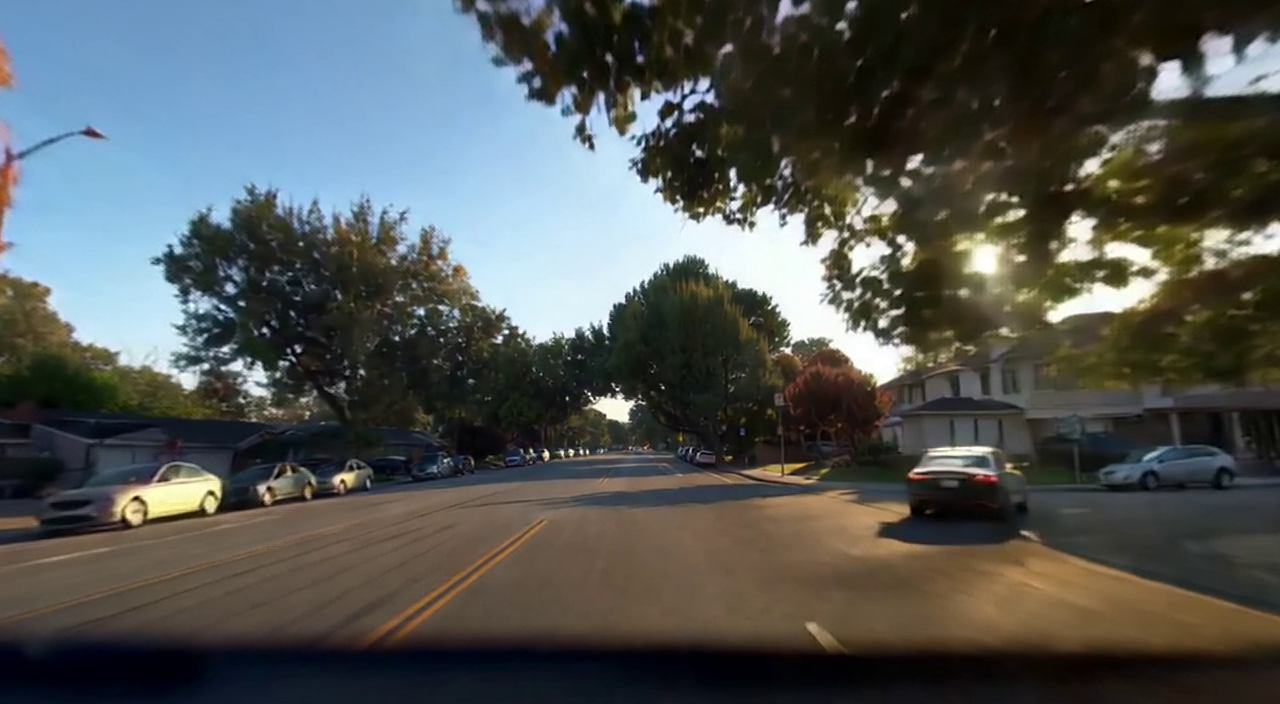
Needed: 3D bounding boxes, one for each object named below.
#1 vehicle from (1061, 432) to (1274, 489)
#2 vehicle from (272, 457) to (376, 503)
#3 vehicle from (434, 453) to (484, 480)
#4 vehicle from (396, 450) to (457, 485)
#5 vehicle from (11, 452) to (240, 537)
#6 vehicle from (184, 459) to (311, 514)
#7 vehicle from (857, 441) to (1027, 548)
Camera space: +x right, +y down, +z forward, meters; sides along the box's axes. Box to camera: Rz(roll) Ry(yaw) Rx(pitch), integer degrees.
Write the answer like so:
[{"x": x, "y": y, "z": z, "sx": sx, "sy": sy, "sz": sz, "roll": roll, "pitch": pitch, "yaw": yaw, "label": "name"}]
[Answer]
[{"x": 18.195, "y": 3.768, "z": 22.047, "sx": 5.369, "sy": 1.857, "sz": 2.174, "roll": 0, "pitch": -9, "yaw": 1, "label": "vehicle"}, {"x": -12.264, "y": 4.952, "z": 24.908, "sx": 1.795, "sy": 1.472, "sz": 4.601, "roll": -3, "pitch": -9, "yaw": -1, "label": "vehicle"}, {"x": -11.898, "y": 7.505, "z": 41.778, "sx": 1.872, "sy": 1.472, "sz": 4.719, "roll": -4, "pitch": -9, "yaw": 0, "label": "vehicle"}, {"x": -12.425, "y": 6.694, "z": 36.986, "sx": 1.988, "sy": 1.741, "sz": 4.379, "roll": -5, "pitch": -9, "yaw": 0, "label": "vehicle"}, {"x": -12.353, "y": 3.384, "z": 15.652, "sx": 1.938, "sy": 1.754, "sz": 4.315, "roll": 0, "pitch": -9, "yaw": 1, "label": "vehicle"}, {"x": -12.373, "y": 4.234, "z": 20.244, "sx": 1.676, "sy": 1.496, "sz": 3.804, "roll": 0, "pitch": -9, "yaw": -1, "label": "vehicle"}, {"x": 5.537, "y": 2.349, "z": 11.248, "sx": 2.022, "sy": 1.471, "sz": 4.432, "roll": -6, "pitch": -10, "yaw": 33, "label": "vehicle"}]
